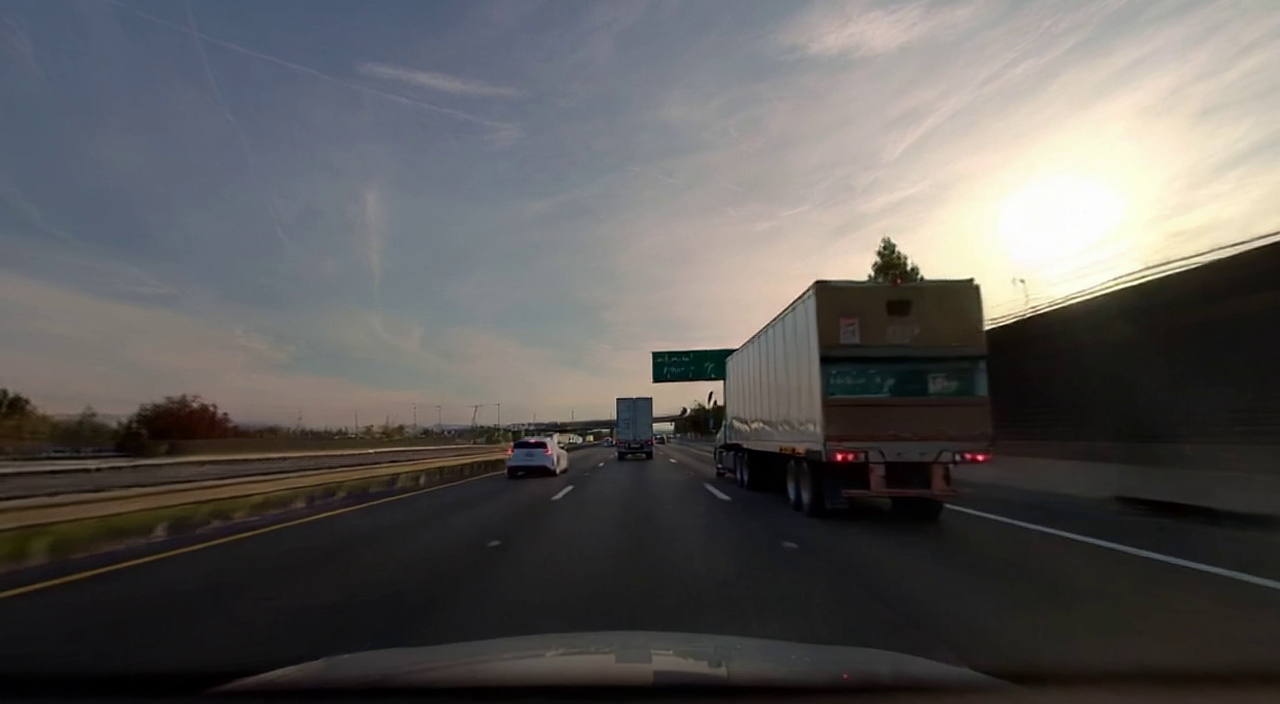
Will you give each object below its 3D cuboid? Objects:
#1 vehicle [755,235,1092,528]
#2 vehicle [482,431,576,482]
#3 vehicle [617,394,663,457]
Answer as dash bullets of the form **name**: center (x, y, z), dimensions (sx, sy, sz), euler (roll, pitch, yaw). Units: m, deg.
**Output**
- **vehicle**: center (4.531, 0.903, 12.681), dimensions (2.873, 3.998, 8.286), euler (0, -8, 0)
- **vehicle**: center (-3.659, 3.555, 21.855), dimensions (2.208, 1.542, 5.138), euler (0, -8, 1)
- **vehicle**: center (0.125, 5.681, 47.564), dimensions (2.966, 4.072, 13.408), euler (0, -8, 1)
